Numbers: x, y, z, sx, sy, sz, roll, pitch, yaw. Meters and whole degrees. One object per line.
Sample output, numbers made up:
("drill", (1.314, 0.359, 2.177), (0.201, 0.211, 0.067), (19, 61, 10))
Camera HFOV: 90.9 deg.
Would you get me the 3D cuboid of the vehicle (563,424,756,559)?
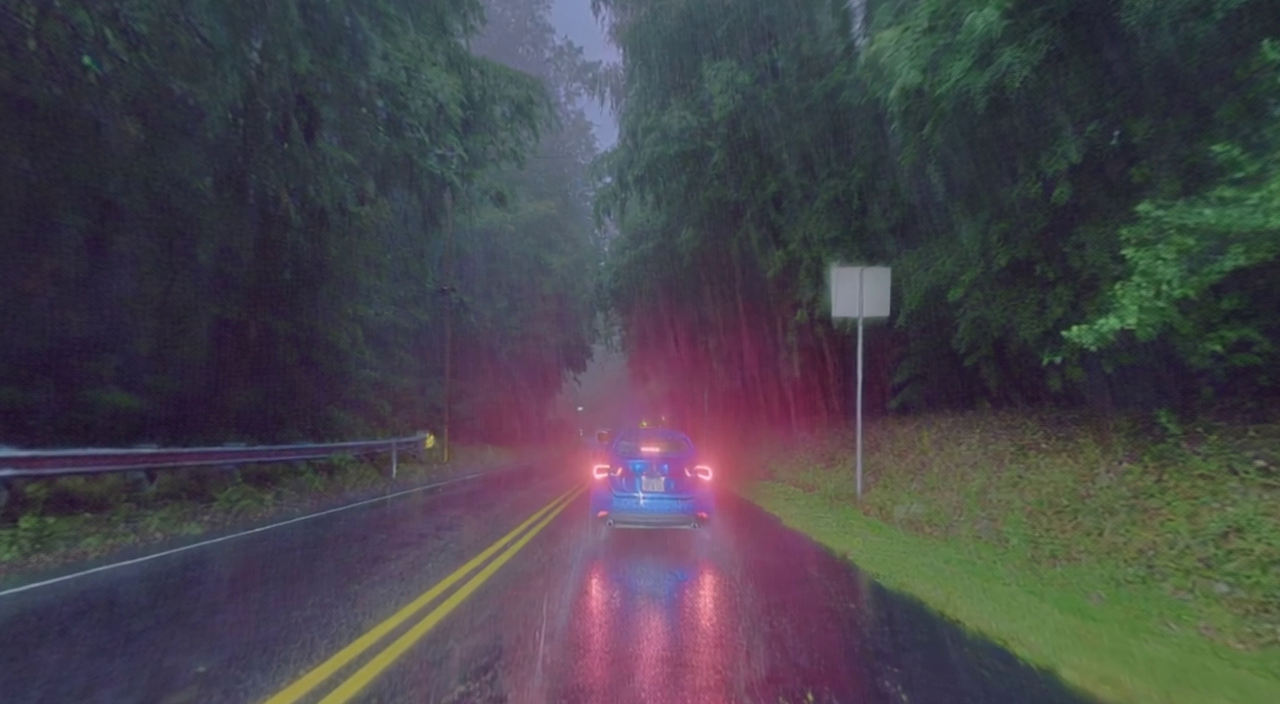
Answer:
("vehicle", (0.249, 1.873, 9.121), (2.187, 1.533, 3.726), (0, -8, 1))
